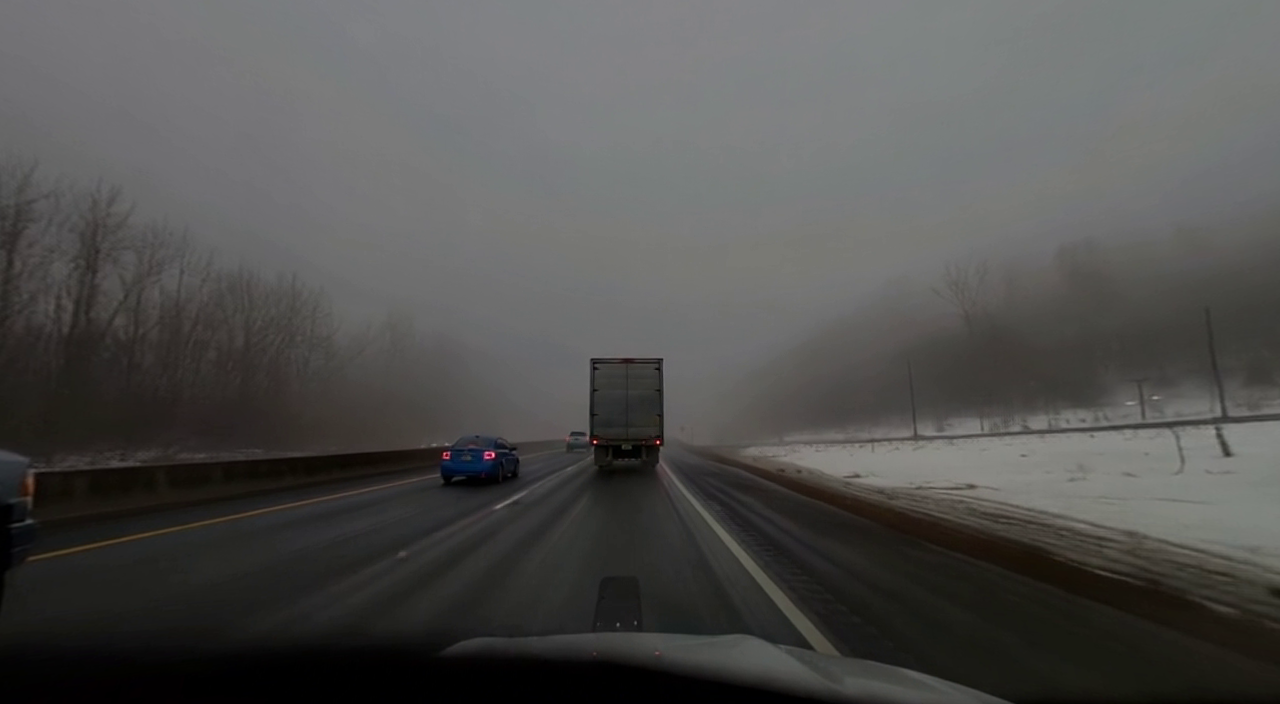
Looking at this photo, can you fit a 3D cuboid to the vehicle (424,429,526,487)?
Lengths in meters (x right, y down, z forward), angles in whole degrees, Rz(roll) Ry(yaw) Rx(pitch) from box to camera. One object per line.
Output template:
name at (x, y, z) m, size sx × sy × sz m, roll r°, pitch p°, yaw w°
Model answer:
vehicle at (-4.832, 3.147, 19.106) m, size 1.931 × 1.539 × 4.441 m, roll 0°, pitch -8°, yaw 0°

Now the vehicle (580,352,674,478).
vehicle at (-0.525, 2.671, 25.199) m, size 2.953 × 4.041 × 10.072 m, roll 0°, pitch -8°, yaw -1°
